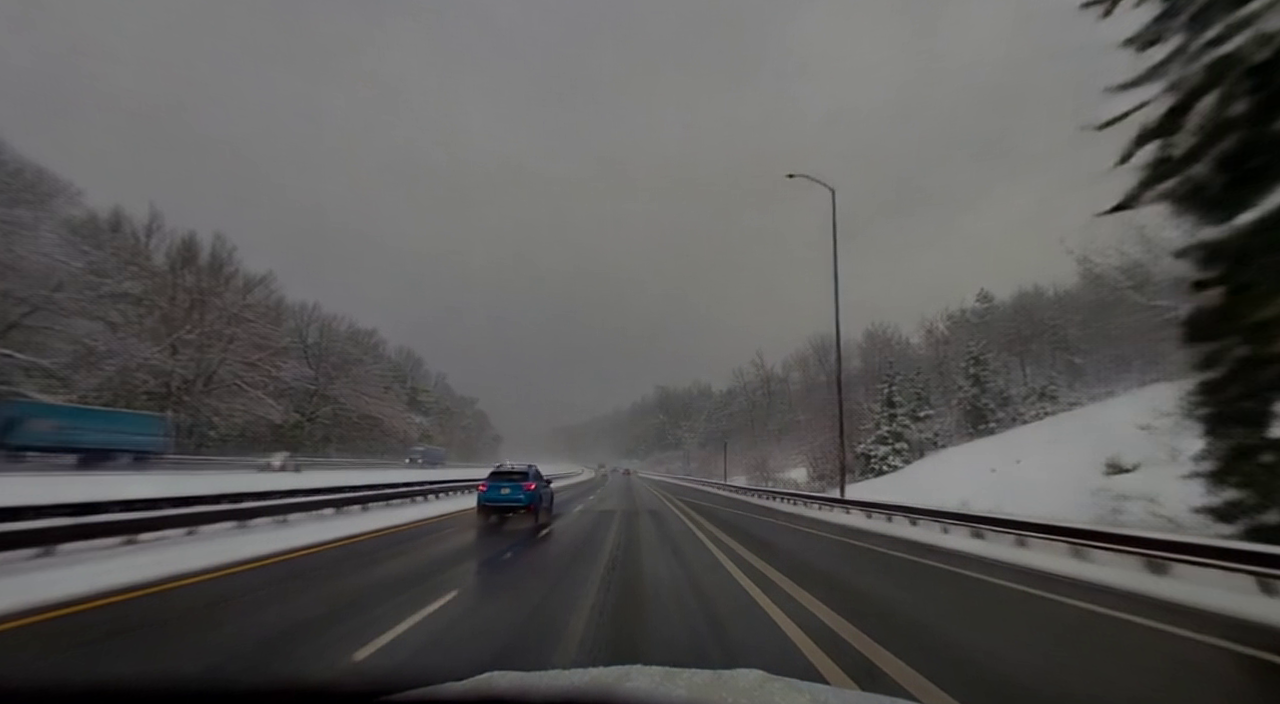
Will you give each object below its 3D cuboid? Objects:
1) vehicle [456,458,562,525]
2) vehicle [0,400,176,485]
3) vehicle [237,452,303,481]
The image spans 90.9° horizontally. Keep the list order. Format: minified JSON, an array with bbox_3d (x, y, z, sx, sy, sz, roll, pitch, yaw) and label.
[{"bbox_3d":[-3.444,3.770,17.436,1.967,1.556,4.364,1,-10,0],"label":"vehicle"},{"bbox_3d":[-28.242,4.649,31.094,2.808,3.437,10.955,1,-10,-4],"label":"vehicle"},{"bbox_3d":[-24.915,7.732,42.570,1.984,1.800,4.321,1,-10,-4],"label":"vehicle"}]
